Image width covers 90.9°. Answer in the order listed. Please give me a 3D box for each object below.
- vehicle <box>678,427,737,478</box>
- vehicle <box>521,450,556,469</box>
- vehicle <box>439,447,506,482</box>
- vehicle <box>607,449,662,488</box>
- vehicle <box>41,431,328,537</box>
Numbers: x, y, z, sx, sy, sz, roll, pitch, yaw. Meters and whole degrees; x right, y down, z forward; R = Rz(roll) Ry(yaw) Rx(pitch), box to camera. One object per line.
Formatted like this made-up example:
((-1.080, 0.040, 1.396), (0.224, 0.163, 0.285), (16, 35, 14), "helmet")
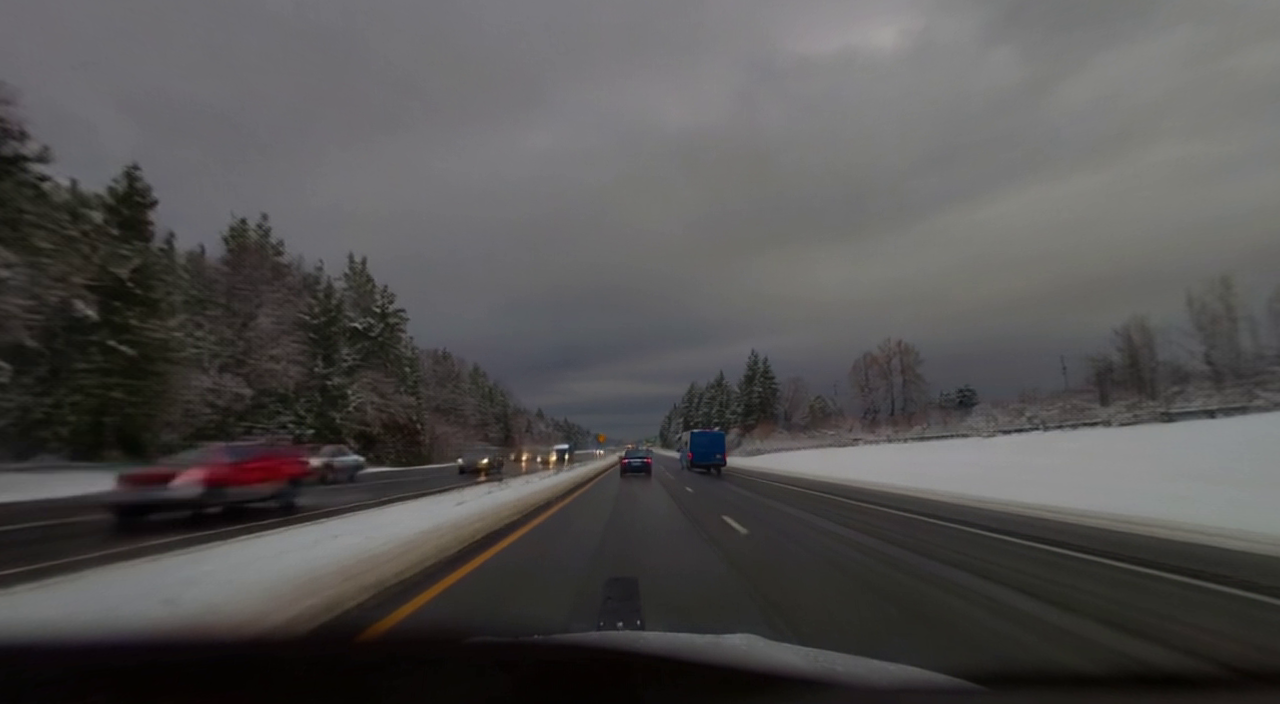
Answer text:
((3.688, 5.656, 35.617), (2.513, 2.633, 5.930), (0, -9, -2), "vehicle")
((-7.831, 8.280, 48.824), (1.970, 1.383, 4.178), (0, -9, 0), "vehicle")
((-7.671, 5.166, 29.282), (1.898, 1.464, 4.386), (0, -9, 0), "vehicle")
((-0.224, 4.670, 25.514), (2.037, 1.417, 3.885), (0, -9, 0), "vehicle")
((-7.365, 2.157, 10.853), (1.833, 1.444, 4.120), (0, -9, 0), "vehicle")
